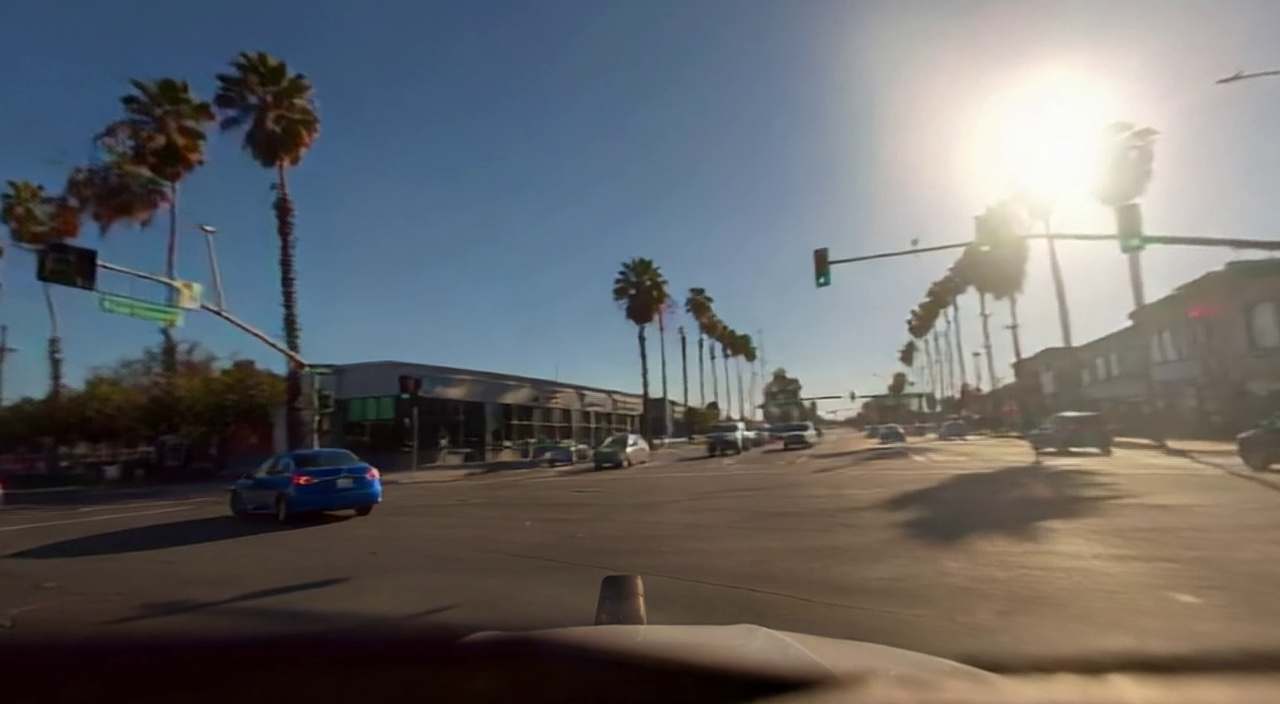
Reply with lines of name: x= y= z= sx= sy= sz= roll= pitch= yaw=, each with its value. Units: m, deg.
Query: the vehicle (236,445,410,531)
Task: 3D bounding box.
vehicle: x=-6.776 y=2.714 z=13.297 sx=2.089 sy=1.471 sz=4.206 roll=7 pitch=-11 yaw=-42

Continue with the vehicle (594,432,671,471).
vehicle: x=-0.213 y=4.225 z=26.968 sx=2.041 sy=1.498 sz=4.348 roll=-3 pitch=-9 yaw=17

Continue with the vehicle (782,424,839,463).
vehicle: x=7.309 y=3.852 z=26.808 sx=2.041 sy=1.473 sz=4.221 roll=-3 pitch=-8 yaw=18

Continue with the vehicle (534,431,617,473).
vehicle: x=-2.817 y=4.483 z=28.576 sx=2.090 sy=1.593 sz=4.176 roll=-5 pitch=-7 yaw=18

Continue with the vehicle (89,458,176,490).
vehicle: x=-35.824 y=8.616 z=44.683 sx=1.952 sy=1.817 sz=4.332 roll=-6 pitch=-8 yaw=23

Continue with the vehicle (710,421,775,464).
vehicle: x=4.578 y=3.969 z=27.707 sx=2.187 sy=1.740 sz=4.022 roll=-3 pitch=-9 yaw=17

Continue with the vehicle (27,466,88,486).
vehicle: x=-45.706 y=9.712 z=49.564 sx=3.752 sy=1.419 sz=1.664 roll=-2 pitch=-9 yaw=15

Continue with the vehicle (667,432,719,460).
vehicle: x=3.084 y=5.322 z=35.903 sx=1.973 sy=1.474 sz=4.495 roll=-3 pitch=-9 yaw=17

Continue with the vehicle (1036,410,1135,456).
vehicle: x=19.901 y=3.695 z=28.492 sx=2.059 sy=1.859 sz=4.690 roll=-2 pitch=-9 yaw=16

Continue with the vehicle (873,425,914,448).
vehicle: x=16.996 y=5.697 z=42.559 sx=1.977 sy=1.449 sz=4.254 roll=-2 pitch=-9 yaw=14
